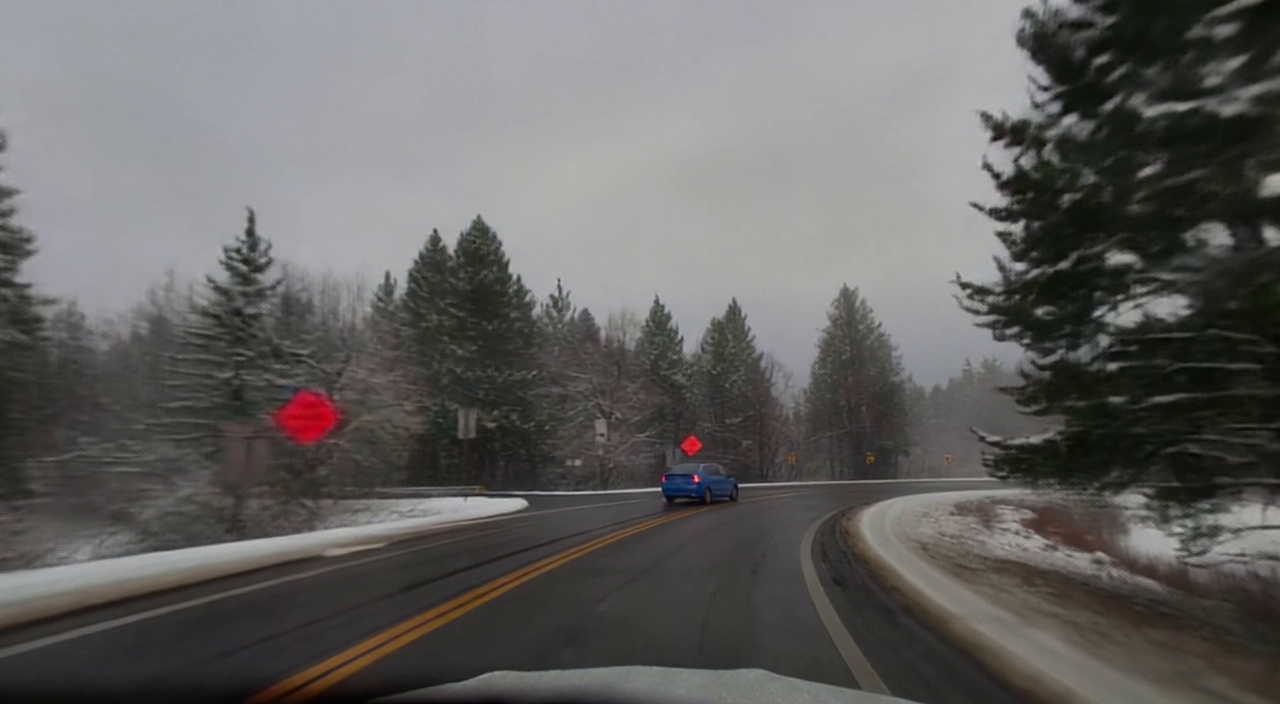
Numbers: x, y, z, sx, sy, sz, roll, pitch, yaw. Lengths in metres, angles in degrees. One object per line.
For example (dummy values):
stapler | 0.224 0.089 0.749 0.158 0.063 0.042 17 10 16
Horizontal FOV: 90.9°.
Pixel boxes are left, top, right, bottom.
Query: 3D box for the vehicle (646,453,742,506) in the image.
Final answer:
vehicle | 2.085 4.602 22.929 1.997 1.692 4.422 -4 -11 26
